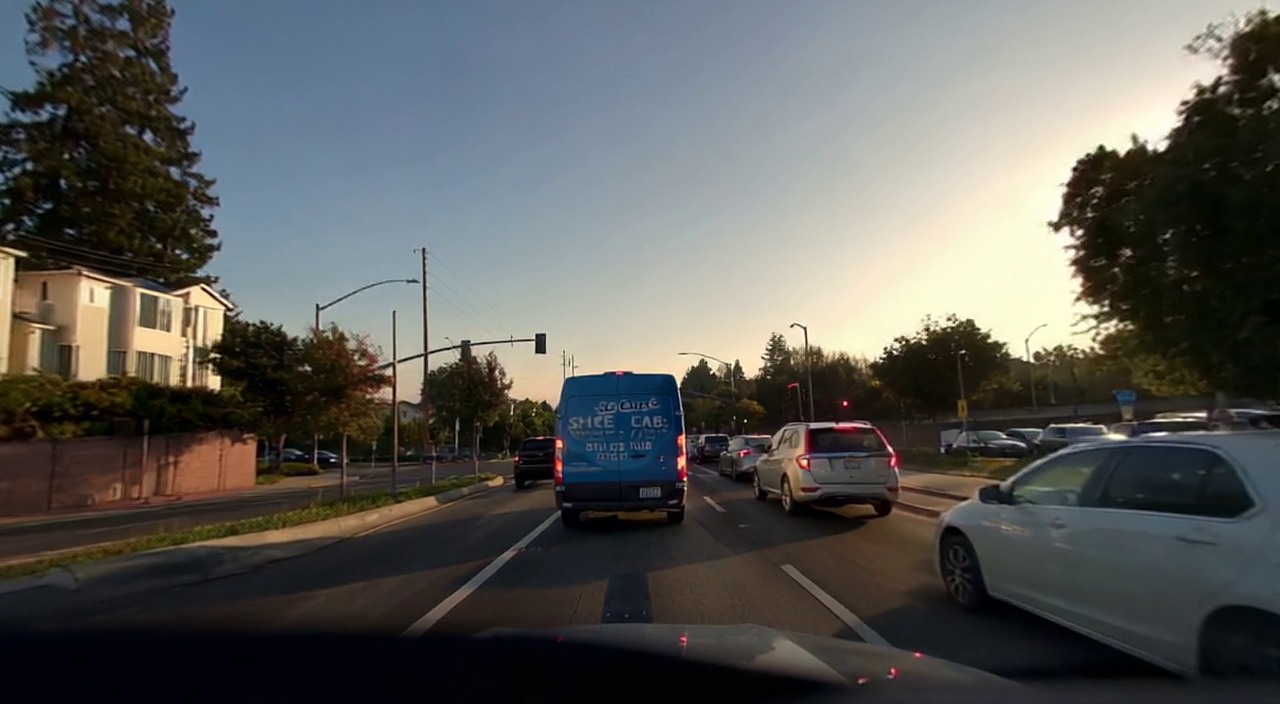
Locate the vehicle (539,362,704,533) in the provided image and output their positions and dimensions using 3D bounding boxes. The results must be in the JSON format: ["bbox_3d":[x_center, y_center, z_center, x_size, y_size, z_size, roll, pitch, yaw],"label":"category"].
[{"bbox_3d":[-0.178,1.757,11.833,2.422,2.488,4.992,0,-8,2],"label":"vehicle"}]

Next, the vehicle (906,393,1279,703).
[{"bbox_3d":[3.455,1.074,3.568,1.951,1.483,4.582,0,-8,1],"label":"vehicle"}]

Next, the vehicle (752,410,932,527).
[{"bbox_3d":[3.468,2.091,11.831,1.965,1.771,4.295,0,-8,0],"label":"vehicle"}]
